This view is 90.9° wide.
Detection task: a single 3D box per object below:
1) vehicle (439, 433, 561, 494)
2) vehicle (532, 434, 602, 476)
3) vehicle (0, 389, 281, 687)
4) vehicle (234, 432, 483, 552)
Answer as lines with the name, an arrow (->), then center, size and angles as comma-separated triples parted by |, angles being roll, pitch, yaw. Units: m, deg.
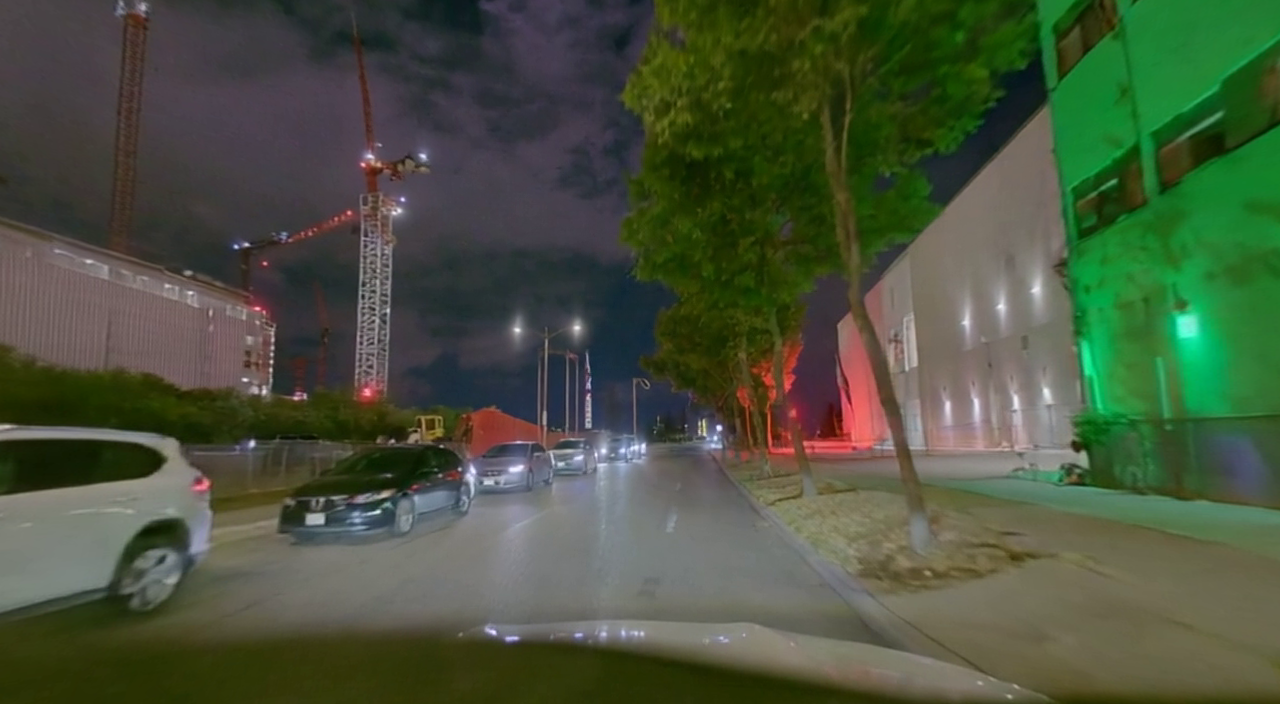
vehicle -> -3.621, 2.942, 17.172 | 1.996, 1.411, 4.370 | -1, -8, 5
vehicle -> -2.742, 3.970, 24.715 | 1.948, 1.460, 4.394 | -1, -8, 4
vehicle -> -4.448, 1.071, 3.799 | 1.913, 1.620, 3.982 | -1, -8, 6
vehicle -> -3.975, 1.993, 9.762 | 1.806, 1.451, 3.878 | -1, -8, 5
